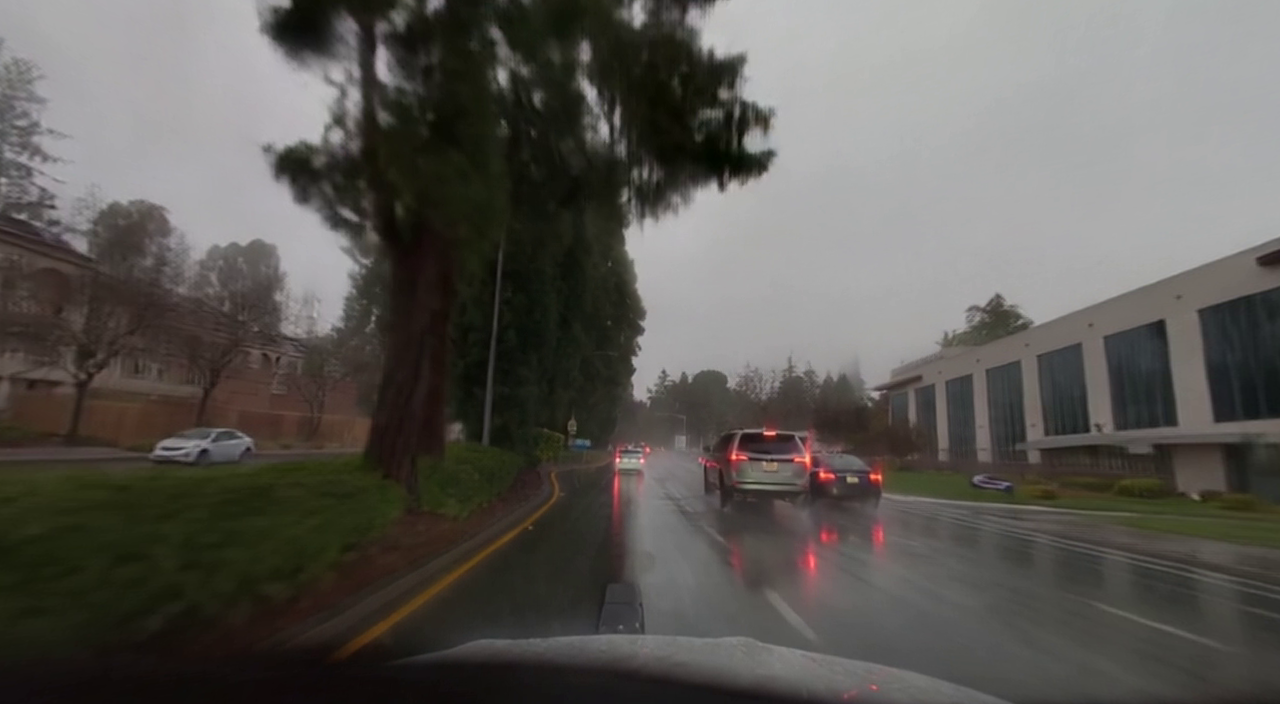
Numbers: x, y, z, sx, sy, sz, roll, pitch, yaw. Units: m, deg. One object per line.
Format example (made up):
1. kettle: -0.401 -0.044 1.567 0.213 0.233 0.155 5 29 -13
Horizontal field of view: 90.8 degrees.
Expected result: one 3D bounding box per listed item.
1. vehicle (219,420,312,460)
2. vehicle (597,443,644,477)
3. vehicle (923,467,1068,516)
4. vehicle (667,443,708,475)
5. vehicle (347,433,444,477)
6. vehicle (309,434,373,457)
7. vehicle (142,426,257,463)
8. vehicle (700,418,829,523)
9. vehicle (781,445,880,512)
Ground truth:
1. vehicle: -19.483 4.659 33.181 2.056 1.899 4.803 0 -9 -3
2. vehicle: -0.888 5.129 30.176 2.119 1.460 3.847 0 -9 -1
3. vehicle: 14.200 5.585 25.531 4.545 1.770 2.057 -2 -9 9
4. vehicle: 2.676 6.213 36.867 1.922 1.708 4.126 0 -9 -2
5. vehicle: -8.803 3.762 23.206 1.861 1.456 4.303 1 -9 -1
6. vehicle: -19.503 6.171 41.454 1.913 1.417 4.592 0 -9 0
7. vehicle: -19.269 4.110 27.945 1.877 1.446 4.593 0 -9 -1
8. vehicle: 2.742 2.730 14.975 2.035 1.940 4.299 5 -9 -1
9. vehicle: 6.266 4.155 21.304 1.913 1.777 4.269 7 -9 1
